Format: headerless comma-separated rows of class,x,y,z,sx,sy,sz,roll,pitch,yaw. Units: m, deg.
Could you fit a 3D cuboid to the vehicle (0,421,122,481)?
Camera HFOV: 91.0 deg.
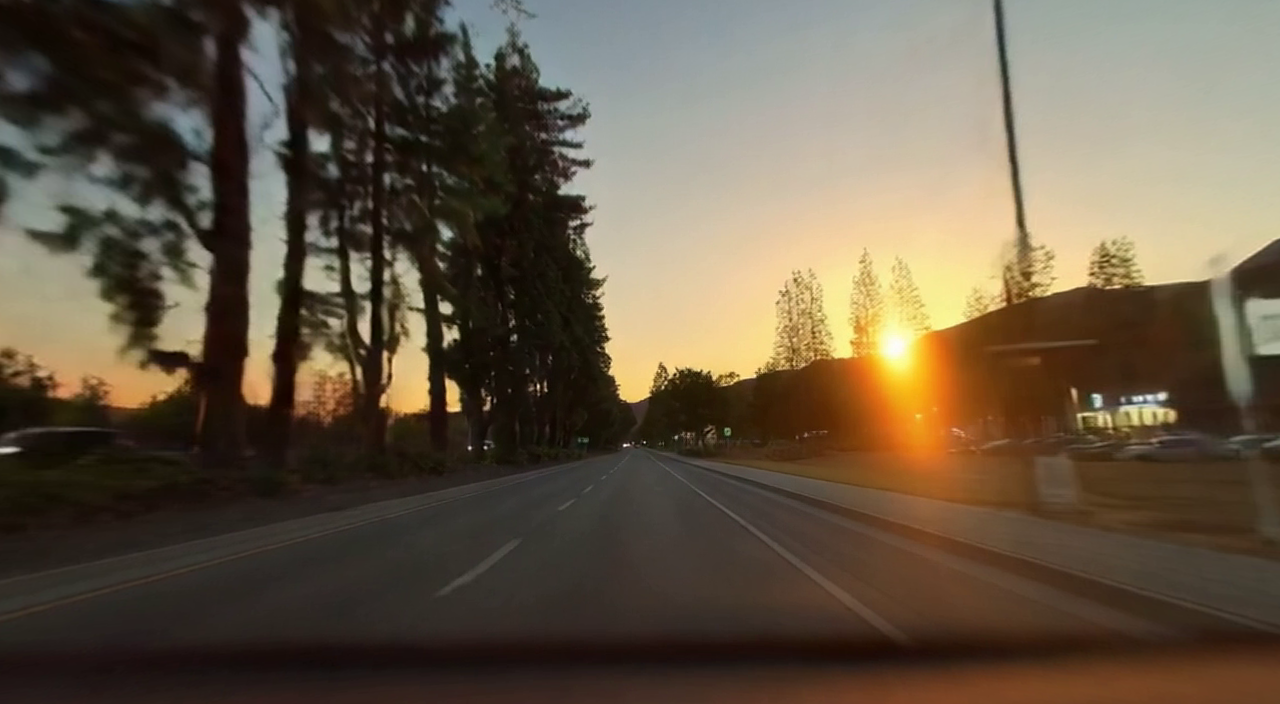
vehicle,-20.860,3.289,21.089,2.185,1.827,5.622,1,-9,1
